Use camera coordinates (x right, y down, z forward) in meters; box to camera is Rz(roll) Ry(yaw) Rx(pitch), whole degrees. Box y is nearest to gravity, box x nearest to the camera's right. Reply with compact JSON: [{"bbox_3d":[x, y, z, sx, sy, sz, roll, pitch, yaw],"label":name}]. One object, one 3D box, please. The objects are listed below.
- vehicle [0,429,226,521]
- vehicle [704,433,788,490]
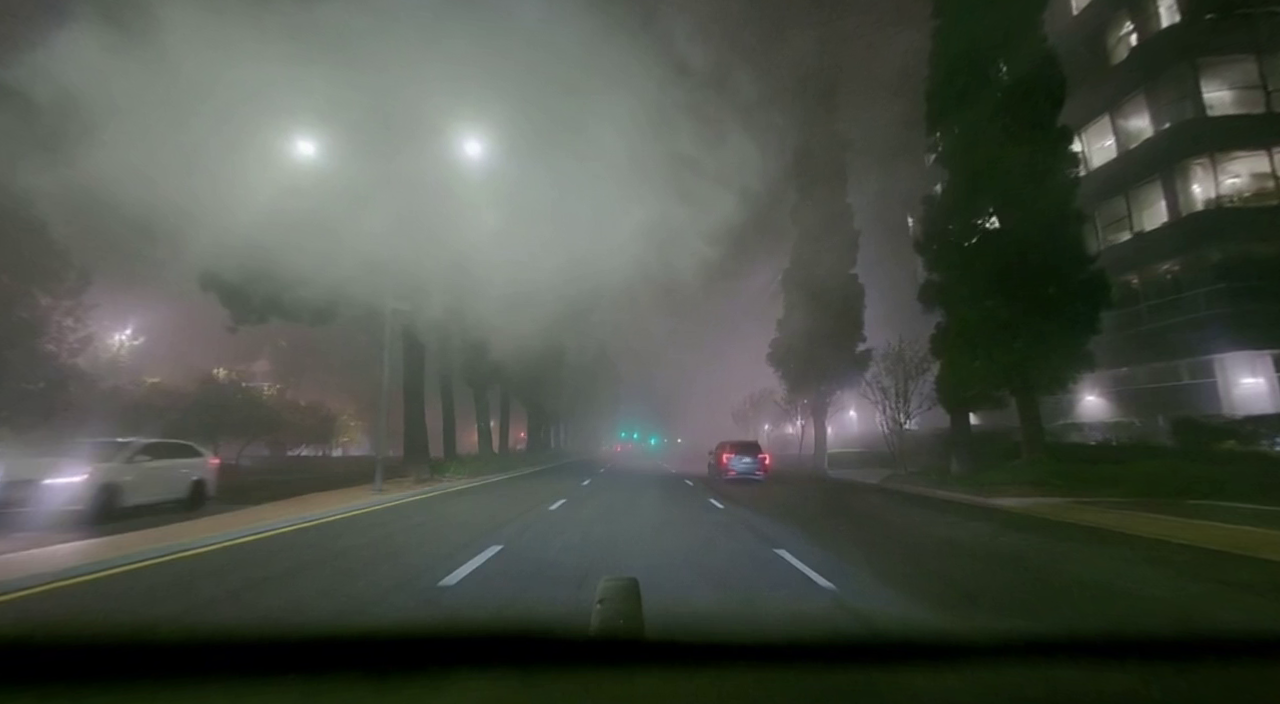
[{"bbox_3d":[-12.424,2.776,14.883,2.051,1.784,4.716,0,-8,1],"label":"vehicle"},{"bbox_3d":[3.551,3.751,22.012,2.083,1.743,4.354,0,-8,-1],"label":"vehicle"}]
